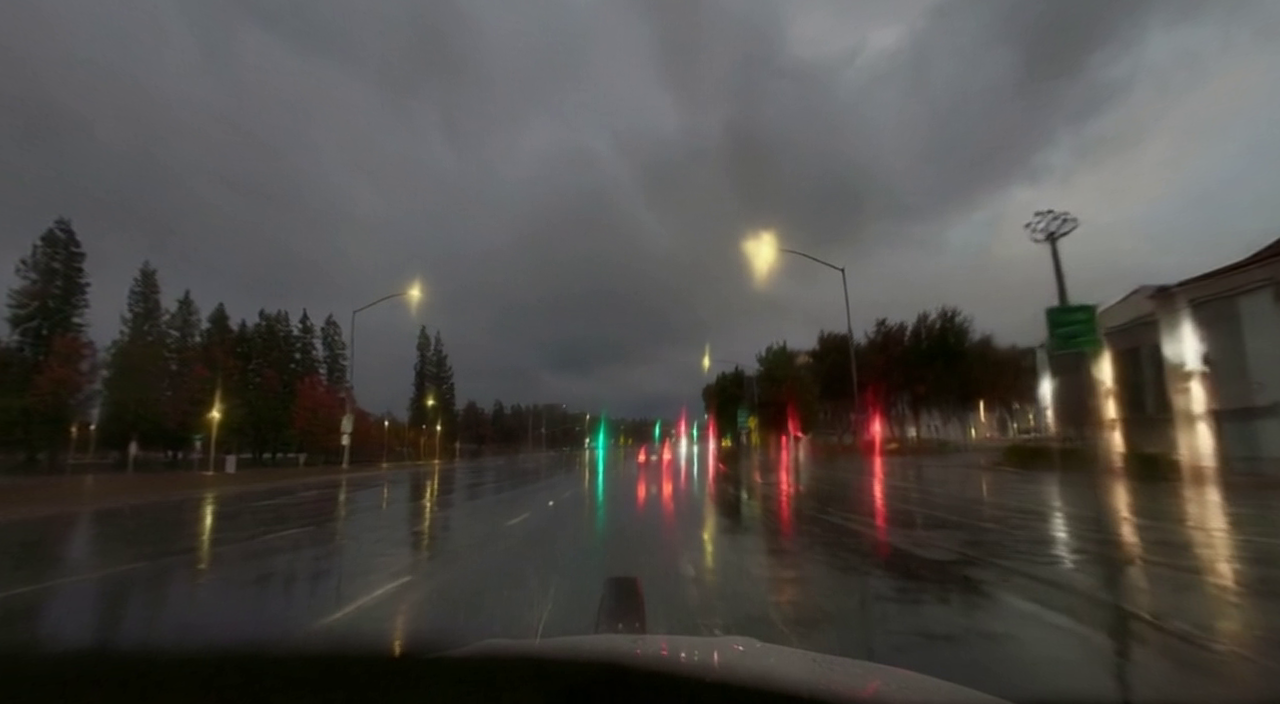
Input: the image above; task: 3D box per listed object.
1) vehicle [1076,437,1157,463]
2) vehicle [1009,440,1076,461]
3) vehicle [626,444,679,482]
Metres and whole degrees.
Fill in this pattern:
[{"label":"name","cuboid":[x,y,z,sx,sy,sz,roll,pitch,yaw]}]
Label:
[{"label":"vehicle","cuboid":[34.520,7.060,45.953,1.984,1.750,4.798,0,-8,-2]},{"label":"vehicle","cuboid":[29.489,7.280,46.430,1.839,1.470,4.548,0,-9,-1]},{"label":"vehicle","cuboid":[0.578,4.808,27.567,2.133,1.481,4.276,0,-9,2]}]
